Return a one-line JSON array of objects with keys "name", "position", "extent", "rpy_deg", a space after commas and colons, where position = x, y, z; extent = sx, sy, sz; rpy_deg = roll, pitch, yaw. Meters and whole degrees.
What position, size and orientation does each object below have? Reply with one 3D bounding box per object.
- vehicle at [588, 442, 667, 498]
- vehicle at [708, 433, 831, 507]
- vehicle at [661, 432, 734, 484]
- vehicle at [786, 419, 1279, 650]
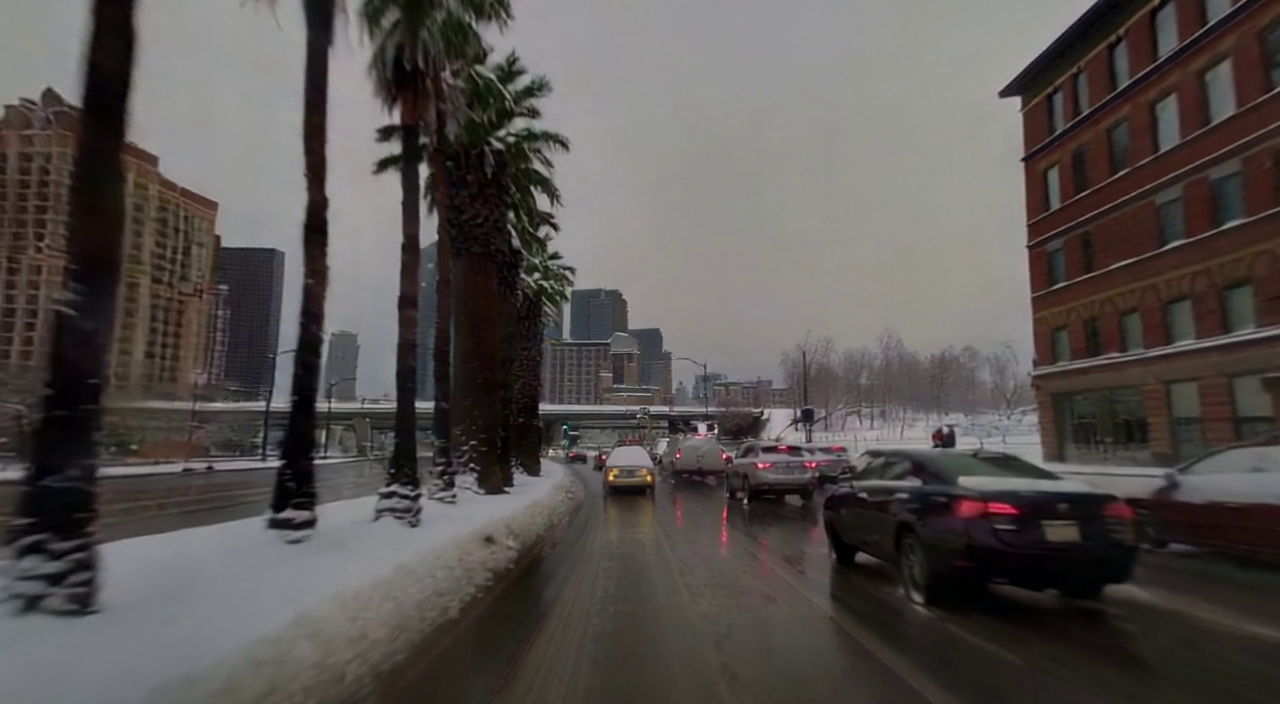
[{"name": "vehicle", "position": [-0.542, 3.864, 21.141], "extent": [2.332, 1.625, 4.933], "rpy_deg": [0, -9, -4]}, {"name": "vehicle", "position": [3.265, 3.095, 16.912], "extent": [2.151, 1.695, 4.258], "rpy_deg": [0, -9, -3]}, {"name": "vehicle", "position": [2.569, 4.948, 29.725], "extent": [2.434, 2.171, 5.098], "rpy_deg": [1, -9, -6]}, {"name": "vehicle", "position": [3.306, 1.591, 6.658], "extent": [2.238, 1.522, 4.627], "rpy_deg": [0, -9, -2]}]
